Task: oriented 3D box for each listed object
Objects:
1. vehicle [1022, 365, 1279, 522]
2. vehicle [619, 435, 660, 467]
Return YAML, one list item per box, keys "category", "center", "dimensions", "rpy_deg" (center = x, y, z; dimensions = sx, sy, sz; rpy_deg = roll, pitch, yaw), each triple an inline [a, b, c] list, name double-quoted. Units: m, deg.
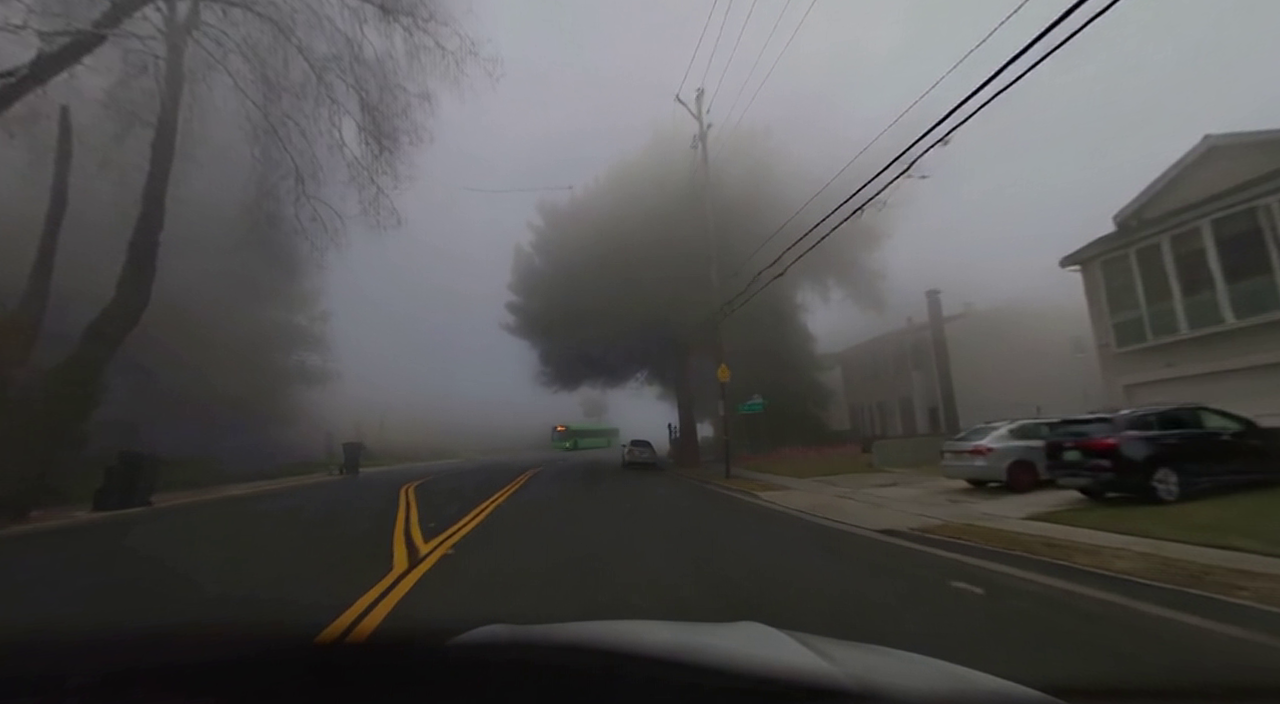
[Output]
- category: "vehicle"
  center: [8.510, 1.254, 9.376]
  dimensions: [4.431, 1.873, 1.920]
  rpy_deg: [-3, -8, -8]
- category: "vehicle"
  center: [-0.097, 5.313, 33.992]
  dimensions: [1.984, 1.601, 3.994]
  rpy_deg: [0, -9, -3]
